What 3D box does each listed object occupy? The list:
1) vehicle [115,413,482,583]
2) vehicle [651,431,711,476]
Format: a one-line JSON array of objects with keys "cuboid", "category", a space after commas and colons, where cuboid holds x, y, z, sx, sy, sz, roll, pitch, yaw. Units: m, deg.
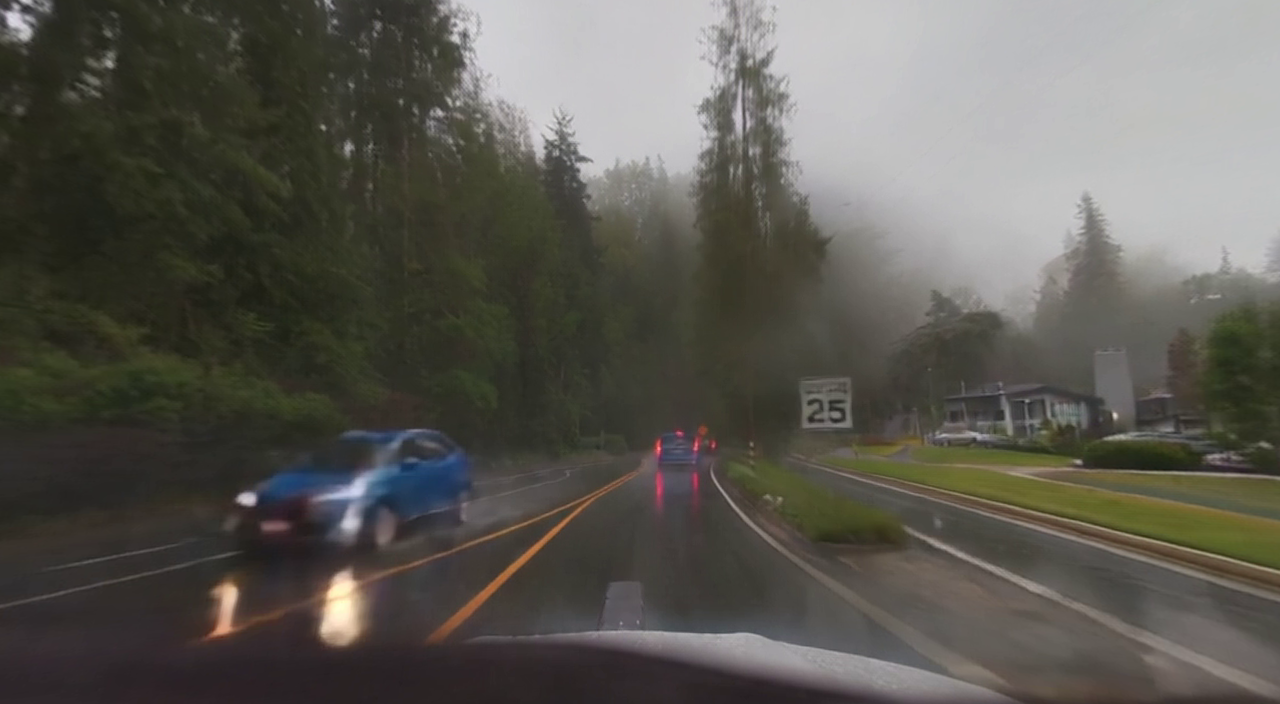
[{"cuboid": [-4.063, 1.798, 8.673, 2.087, 1.677, 4.467, -1, -9, 8], "category": "vehicle"}, {"cuboid": [1.787, 4.212, 26.311, 2.216, 1.708, 4.110, -1, -9, 7], "category": "vehicle"}]
